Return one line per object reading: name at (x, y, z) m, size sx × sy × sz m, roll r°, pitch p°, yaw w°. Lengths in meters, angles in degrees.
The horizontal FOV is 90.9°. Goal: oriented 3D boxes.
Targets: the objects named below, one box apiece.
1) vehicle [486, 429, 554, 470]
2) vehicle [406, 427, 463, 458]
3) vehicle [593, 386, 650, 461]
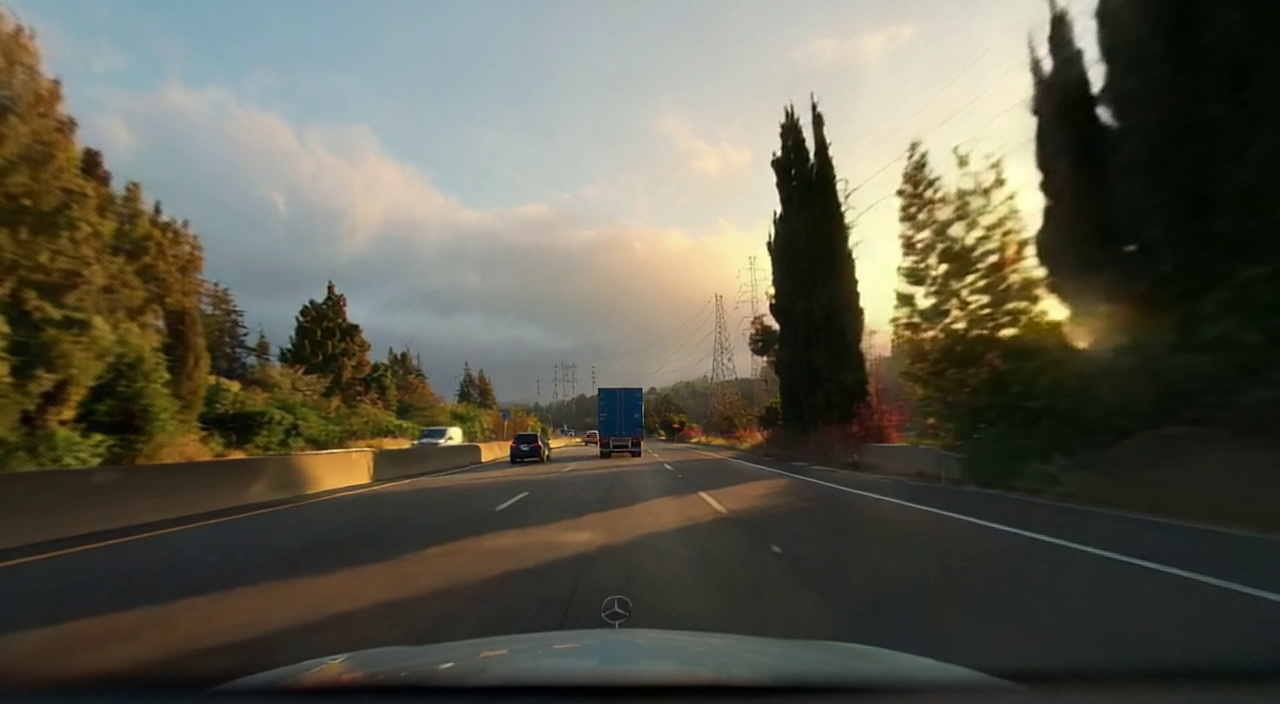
vehicle at (-5.128, 4.200, 27.567) m, size 2.117 × 1.618 × 4.480 m, roll 0°, pitch -8°, yaw 0°
vehicle at (-13.073, 5.805, 40.481) m, size 2.155 × 1.864 × 4.737 m, roll 0°, pitch -8°, yaw -1°
vehicle at (-1.100, 4.357, 37.633) m, size 2.955 × 3.851 × 9.915 m, roll 0°, pitch -8°, yaw -2°
